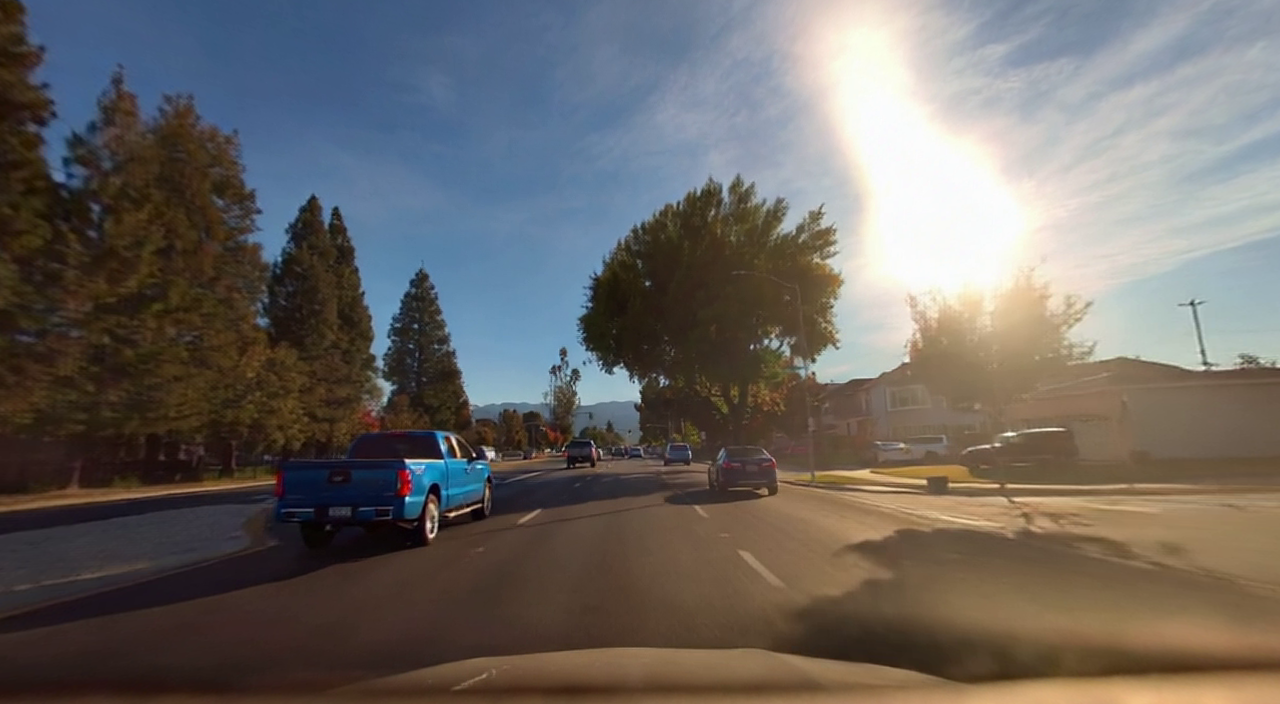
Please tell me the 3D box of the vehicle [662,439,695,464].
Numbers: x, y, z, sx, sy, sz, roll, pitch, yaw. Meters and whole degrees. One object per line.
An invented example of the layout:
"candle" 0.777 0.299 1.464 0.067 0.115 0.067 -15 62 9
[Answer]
"vehicle" 2.985 7.752 49.459 2.099 1.845 4.363 0 -8 -3

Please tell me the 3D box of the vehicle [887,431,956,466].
"vehicle" 16.244 5.650 36.697 2.040 1.784 4.533 -3 -10 3

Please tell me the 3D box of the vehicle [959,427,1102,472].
"vehicle" 17.090 4.266 27.888 1.991 1.806 4.902 6 -10 -39

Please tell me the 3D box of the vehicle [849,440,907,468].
"vehicle" 13.641 5.831 36.514 1.929 1.502 4.177 0 -8 3

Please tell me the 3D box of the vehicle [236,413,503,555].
"vehicle" -3.940 2.015 10.555 2.111 1.745 5.274 0 -8 0

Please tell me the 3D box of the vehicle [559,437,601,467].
"vehicle" -3.826 6.492 41.328 2.218 1.829 4.492 0 -8 1

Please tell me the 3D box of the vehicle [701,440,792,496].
"vehicle" 3.029 3.381 18.887 1.884 1.463 4.195 0 -8 -1
